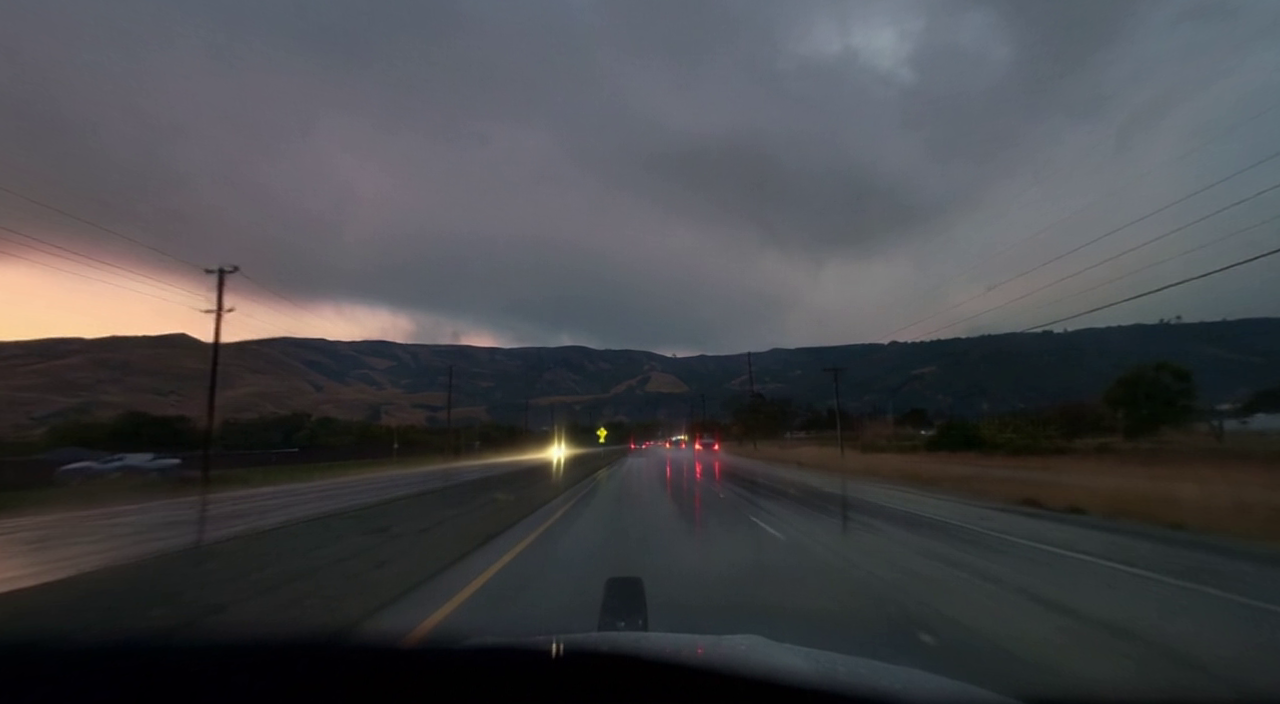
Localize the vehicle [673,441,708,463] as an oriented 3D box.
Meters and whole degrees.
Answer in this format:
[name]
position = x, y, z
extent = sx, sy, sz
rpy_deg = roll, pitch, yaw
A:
[vehicle]
position = 3.617, 7.201, 45.664
extent = 2.148, 1.538, 4.430
rpy_deg = 0, -8, 0
